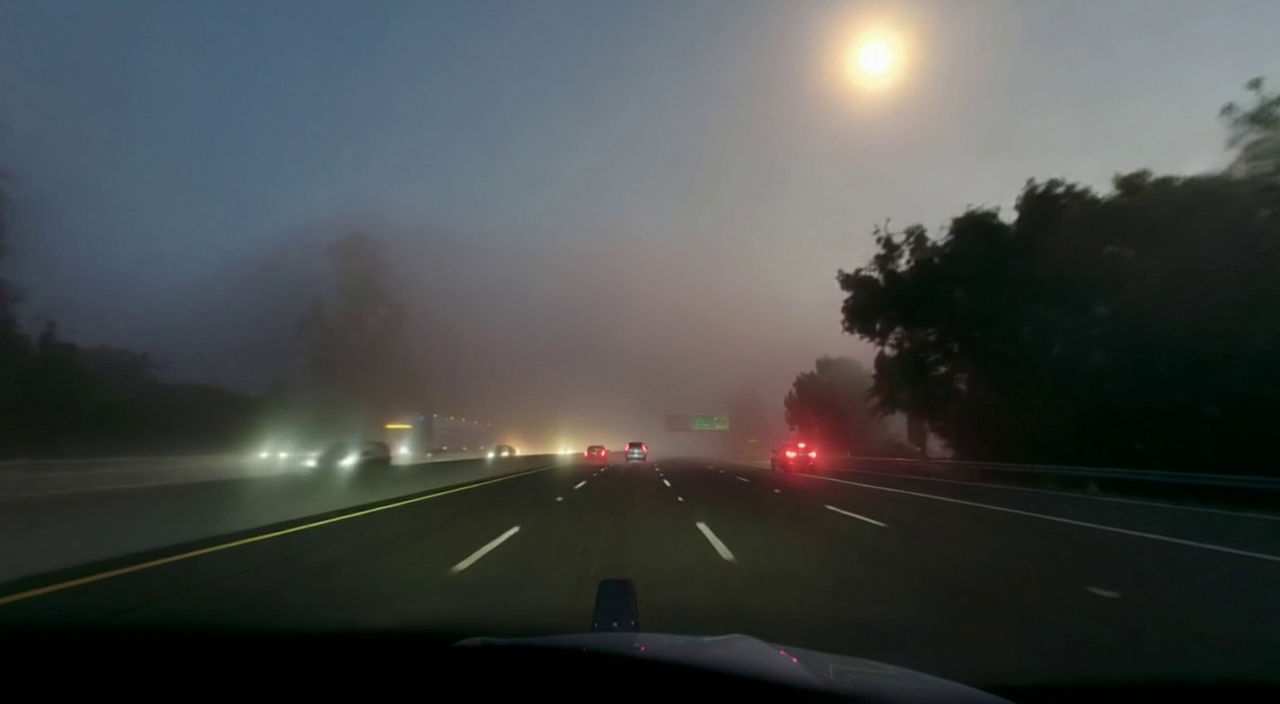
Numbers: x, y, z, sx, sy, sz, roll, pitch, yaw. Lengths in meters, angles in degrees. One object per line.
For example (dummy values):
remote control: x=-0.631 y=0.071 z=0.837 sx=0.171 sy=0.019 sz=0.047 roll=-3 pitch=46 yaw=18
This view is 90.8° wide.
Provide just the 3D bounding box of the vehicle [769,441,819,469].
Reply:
vehicle: x=10.008 y=6.715 z=41.434 sx=2.130 sy=1.703 sz=4.572 roll=0 pitch=-9 yaw=0

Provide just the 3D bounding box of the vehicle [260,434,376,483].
vehicle: x=-12.723 y=4.230 z=25.378 sx=2.105 sy=1.754 sz=4.678 roll=0 pitch=-9 yaw=1

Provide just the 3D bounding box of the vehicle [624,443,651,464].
vehicle: x=-0.164 y=7.550 z=47.137 sx=1.977 sy=1.513 sz=3.546 roll=0 pitch=-8 yaw=1

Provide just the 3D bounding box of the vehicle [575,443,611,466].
vehicle: x=-3.307 y=7.305 z=45.338 sx=2.154 sy=1.530 sz=4.519 roll=0 pitch=-8 yaw=1
